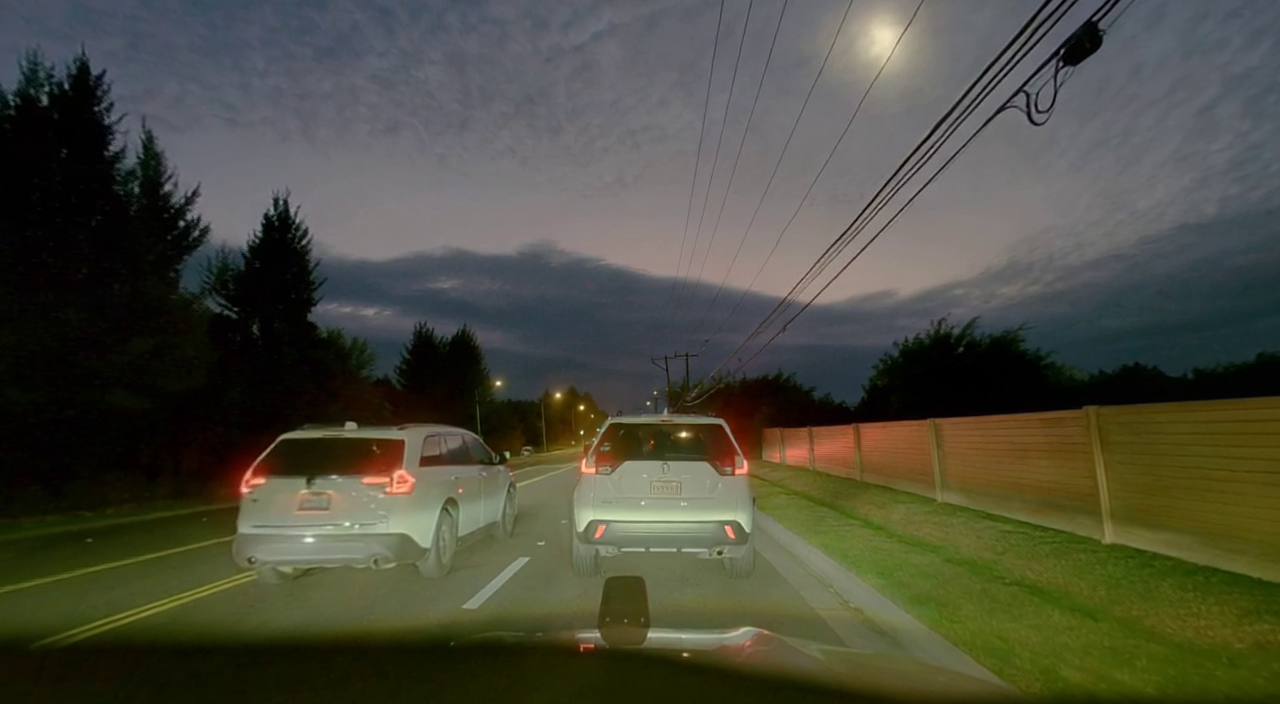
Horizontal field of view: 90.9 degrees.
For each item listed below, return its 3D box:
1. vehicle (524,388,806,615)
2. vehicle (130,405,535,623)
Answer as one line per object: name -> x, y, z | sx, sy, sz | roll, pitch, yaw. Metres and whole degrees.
vehicle -> 0.187, 1.464, 7.025 | 2.174, 1.749, 4.113 | 0, -9, 0
vehicle -> -2.758, 1.592, 7.232 | 2.176, 1.653, 4.666 | 0, -9, 2
